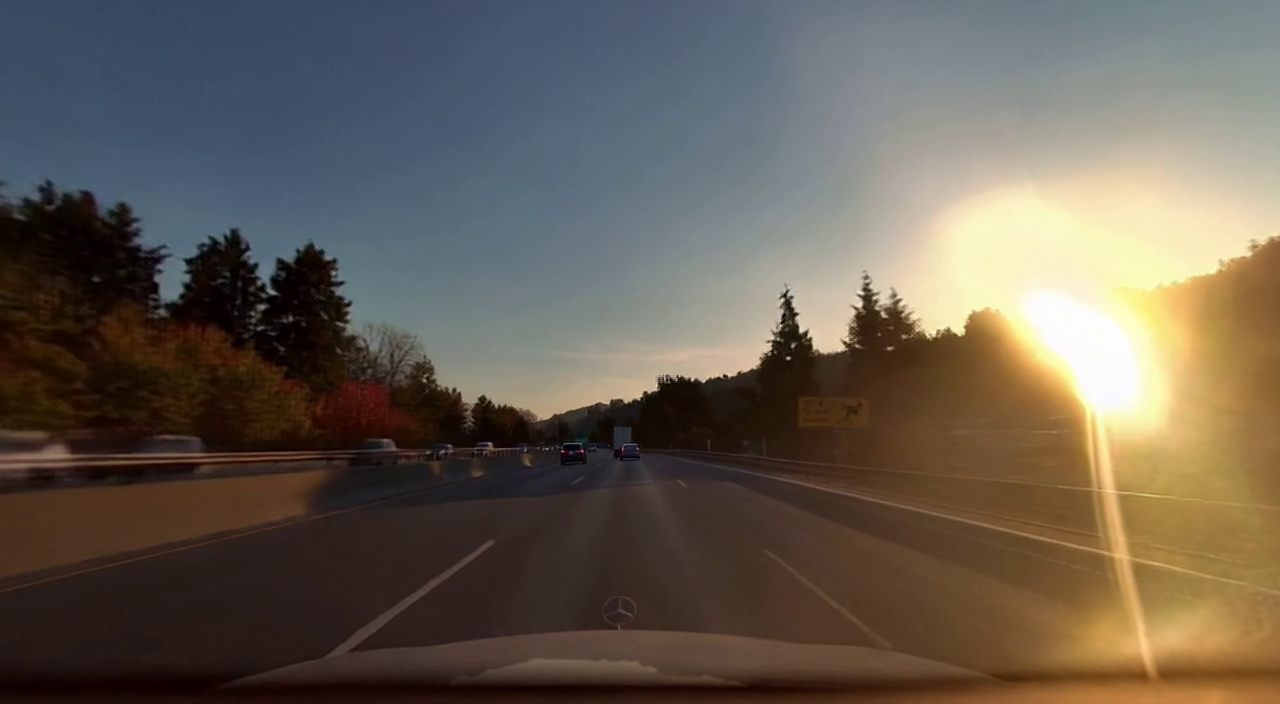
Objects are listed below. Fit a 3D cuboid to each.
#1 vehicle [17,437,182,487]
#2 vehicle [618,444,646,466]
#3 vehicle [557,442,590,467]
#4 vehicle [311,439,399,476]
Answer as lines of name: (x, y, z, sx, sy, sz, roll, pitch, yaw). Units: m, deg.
vehicle: (-18.013, 3.685, 21.206, 1.857, 1.496, 4.189, 0, -9, -1)
vehicle: (-0.645, 7.900, 48.278, 2.084, 1.582, 3.882, 0, -9, -2)
vehicle: (-4.777, 7.413, 45.503, 2.098, 1.692, 4.038, 0, -9, -2)
vehicle: (-13.019, 4.857, 28.982, 1.935, 1.542, 4.672, 0, -9, -1)
